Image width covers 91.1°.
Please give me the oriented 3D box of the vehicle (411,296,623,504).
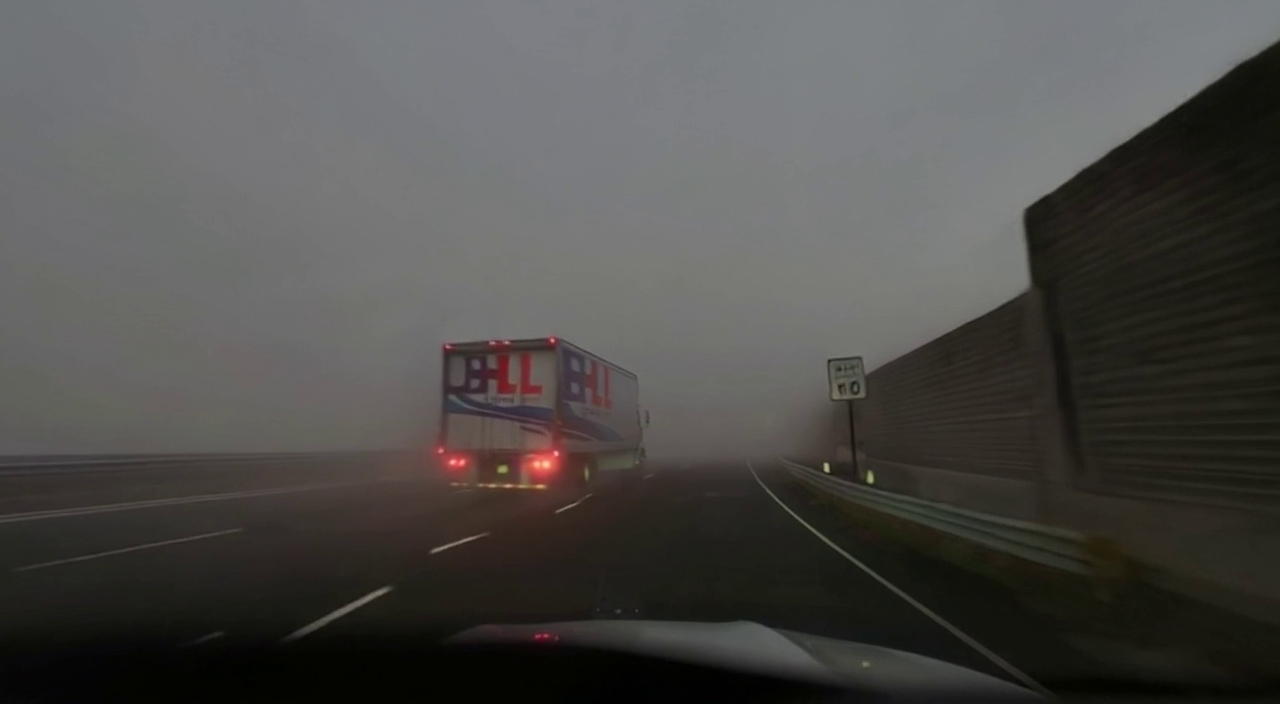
[{"bbox_3d":[-2.618,1.476,17.096,2.796,4.184,8.554,0,-7,9],"label":"vehicle"}]
